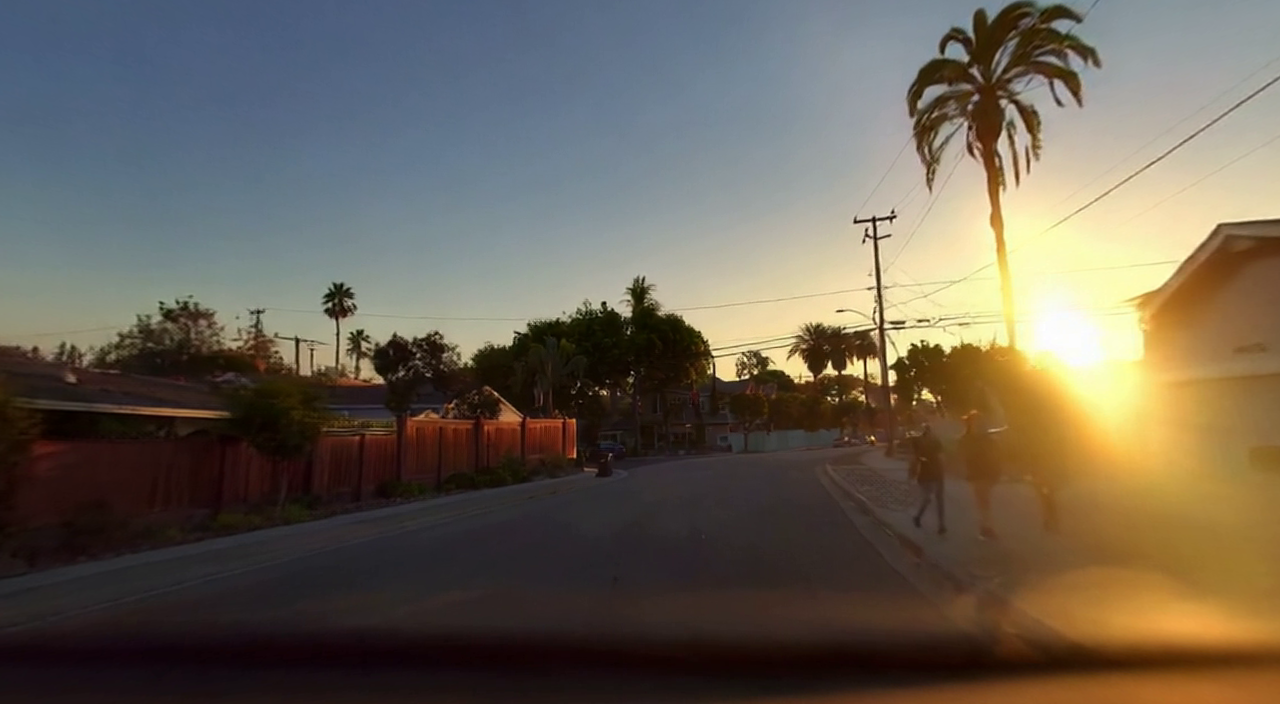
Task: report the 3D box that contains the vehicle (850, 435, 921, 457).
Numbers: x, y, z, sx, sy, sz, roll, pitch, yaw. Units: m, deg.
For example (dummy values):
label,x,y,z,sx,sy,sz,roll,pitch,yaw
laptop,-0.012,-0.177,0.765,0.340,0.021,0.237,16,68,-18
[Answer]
label,x,y,z,sx,sy,sz,roll,pitch,yaw
vehicle,17.247,6.622,44.381,4.531,1.447,1.814,-4,-10,24
